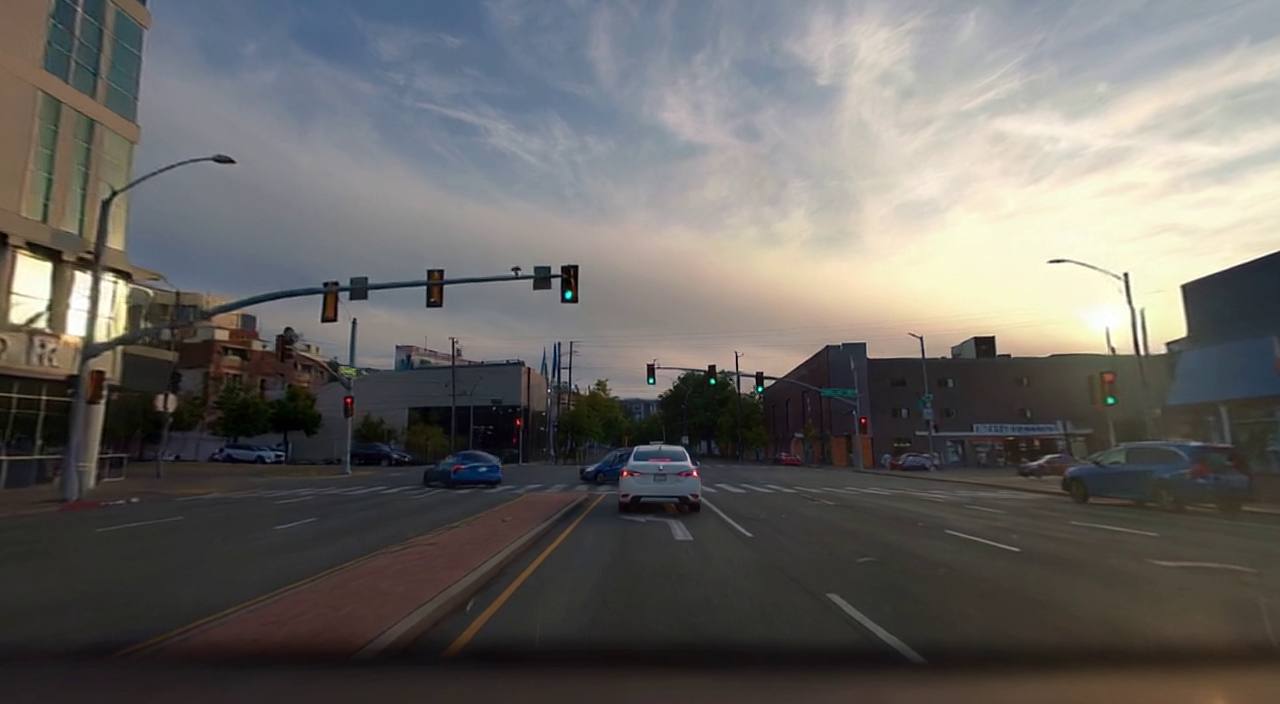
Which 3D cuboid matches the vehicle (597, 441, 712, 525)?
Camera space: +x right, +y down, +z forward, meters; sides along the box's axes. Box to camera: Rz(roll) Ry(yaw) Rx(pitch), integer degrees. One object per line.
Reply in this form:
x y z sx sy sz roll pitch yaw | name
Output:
0.309 2.680 13.505 2.067 1.471 4.241 0 -9 1 | vehicle

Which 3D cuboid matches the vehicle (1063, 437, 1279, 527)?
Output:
13.989 3.133 15.991 2.309 1.819 5.793 0 -9 -3 | vehicle

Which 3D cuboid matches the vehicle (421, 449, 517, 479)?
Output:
-8.834 5.765 32.644 4.531 1.434 1.841 -4 -9 22 | vehicle

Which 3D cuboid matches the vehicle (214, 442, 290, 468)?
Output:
-30.223 7.986 49.303 1.999 1.702 4.557 -2 -7 30 | vehicle

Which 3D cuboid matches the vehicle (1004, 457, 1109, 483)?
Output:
23.983 6.816 36.517 4.684 1.412 1.995 0 -9 -1 | vehicle
